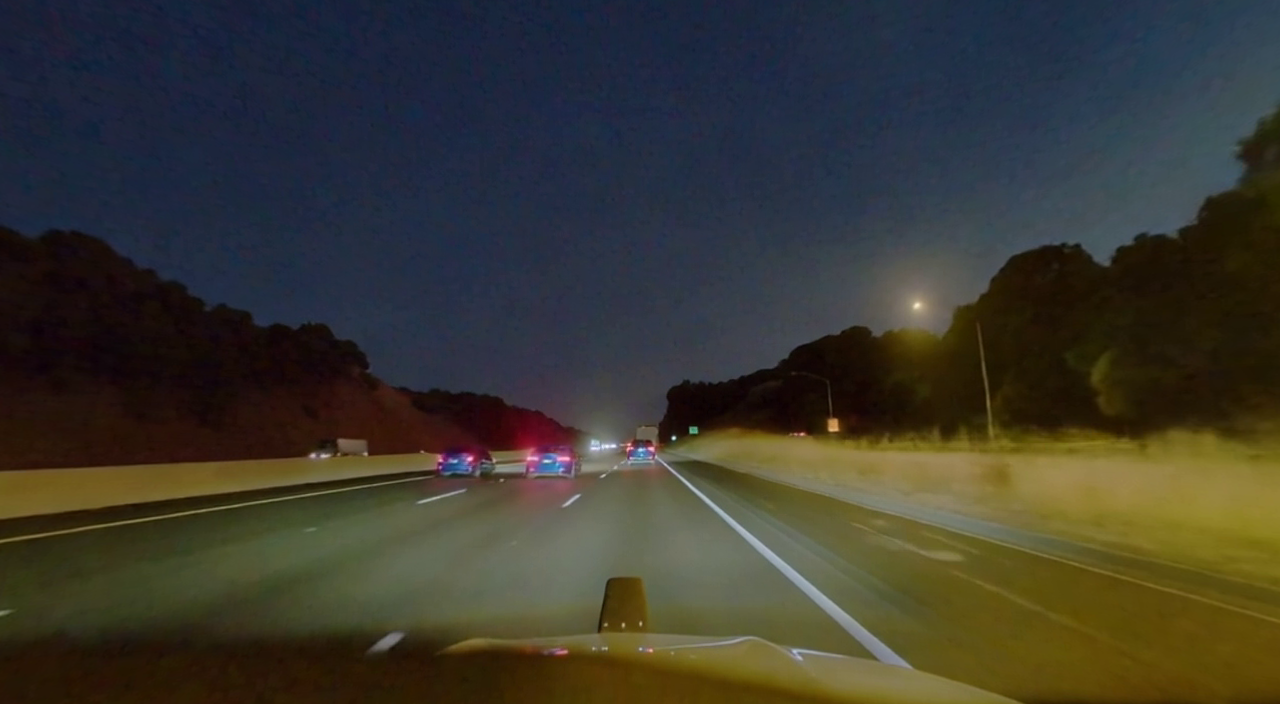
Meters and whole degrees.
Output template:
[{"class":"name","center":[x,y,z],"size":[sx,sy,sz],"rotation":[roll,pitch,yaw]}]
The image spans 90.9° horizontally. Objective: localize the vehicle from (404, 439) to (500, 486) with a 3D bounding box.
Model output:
[{"class":"vehicle","center":[-6.763,4.011,23.271],"size":[2.009,1.519,4.697],"rotation":[-1,-8,1]}]

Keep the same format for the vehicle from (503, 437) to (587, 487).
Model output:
[{"class":"vehicle","center":[-3.278,3.924,22.934],"size":[2.139,1.589,5.102],"rotation":[-1,-8,1]}]

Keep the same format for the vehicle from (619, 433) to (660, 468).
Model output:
[{"class":"vehicle","center":[-0.018,6.003,38.574],"size":[2.309,1.915,5.130],"rotation":[-1,-8,1]}]
